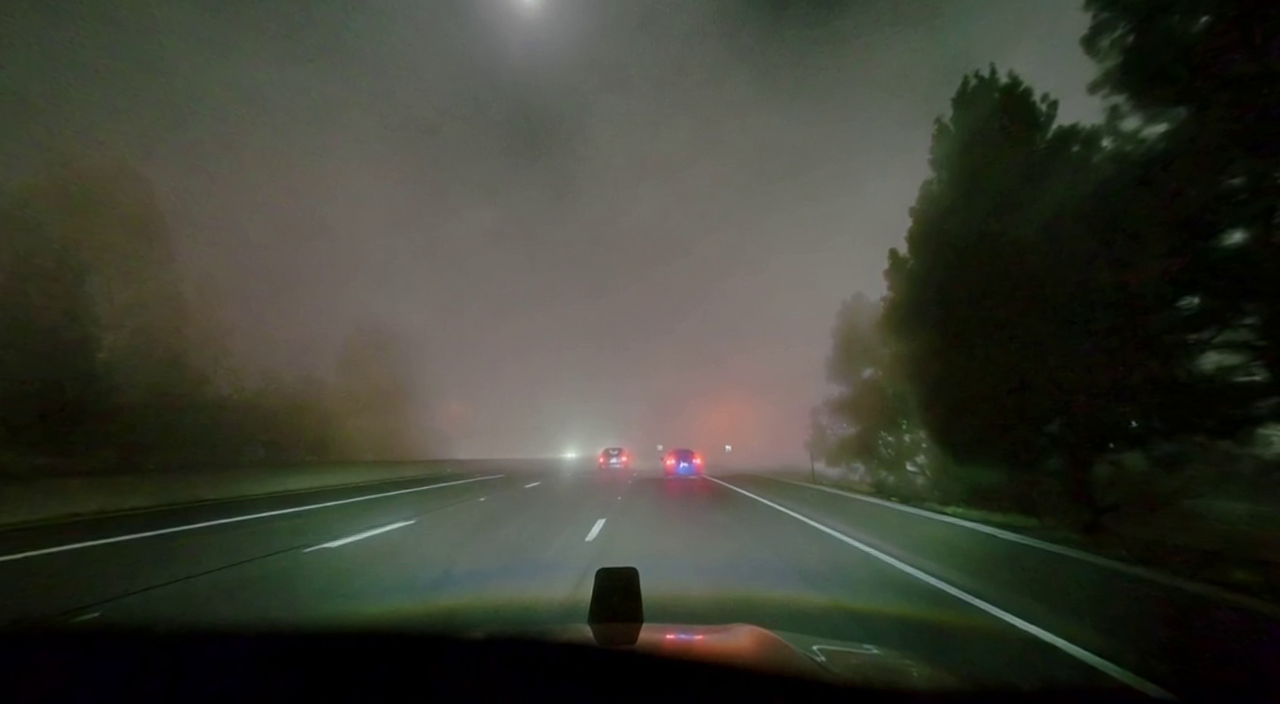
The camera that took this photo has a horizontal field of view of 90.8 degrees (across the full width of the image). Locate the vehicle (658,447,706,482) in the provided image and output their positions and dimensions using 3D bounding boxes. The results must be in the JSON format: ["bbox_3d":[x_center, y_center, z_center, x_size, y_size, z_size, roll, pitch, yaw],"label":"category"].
[{"bbox_3d":[1.931,5.333,30.317,2.029,1.528,4.644,0,-8,0],"label":"vehicle"}]

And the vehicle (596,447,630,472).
[{"bbox_3d":[-1.881,7.636,45.247,2.127,1.692,4.382,0,-9,2],"label":"vehicle"}]
